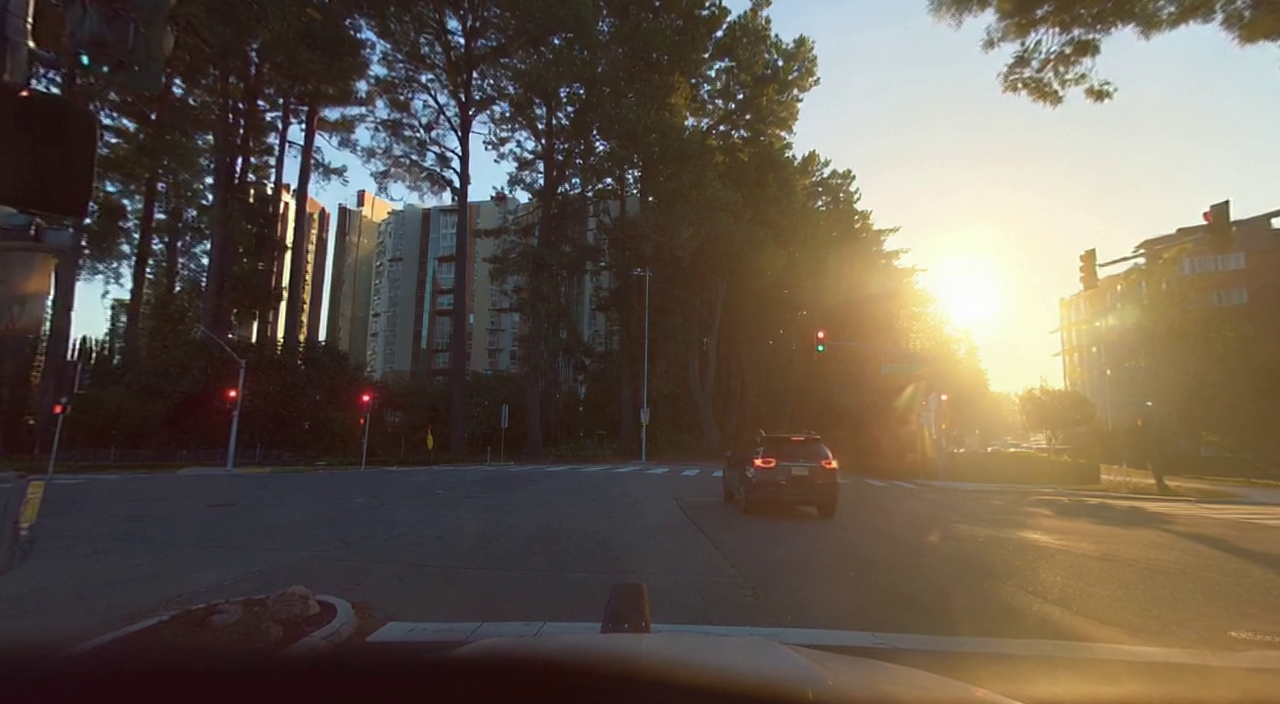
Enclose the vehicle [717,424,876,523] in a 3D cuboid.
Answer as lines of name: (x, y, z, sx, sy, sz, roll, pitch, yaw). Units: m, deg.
vehicle: (2.999, 2.456, 13.337, 2.150, 1.706, 4.754, 0, -8, 0)
